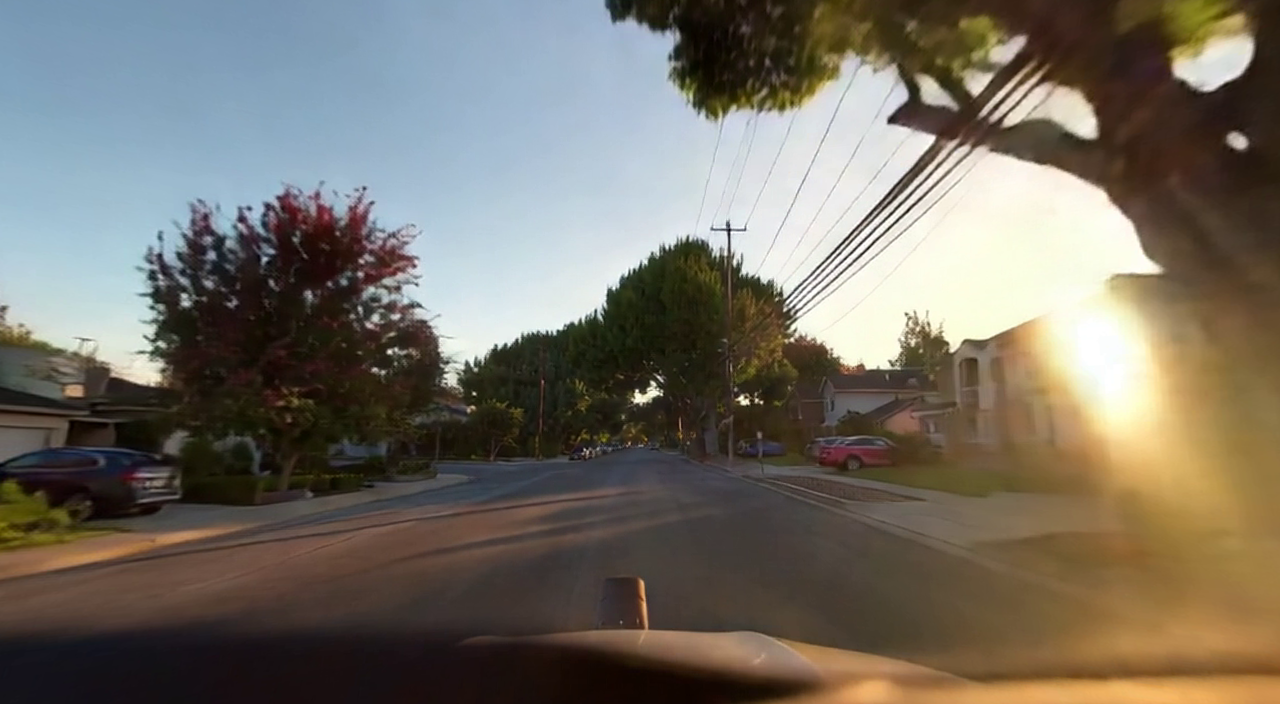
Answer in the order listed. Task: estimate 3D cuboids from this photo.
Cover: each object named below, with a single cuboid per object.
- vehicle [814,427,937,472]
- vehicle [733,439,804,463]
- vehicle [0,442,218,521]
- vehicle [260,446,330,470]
[{"bbox_3d":[10.409,4.340,28.298,4.686,1.786,2.019,-3,-8,6],"label":"vehicle"},{"bbox_3d":[9.599,7.385,47.419,4.846,1.577,2.146,-2,-8,0],"label":"vehicle"},{"bbox_3d":[-12.574,2.799,14.070,4.893,1.567,2.105,0,-8,4],"label":"vehicle"},{"bbox_3d":[-27.088,8.315,49.647,4.360,1.582,1.920,-2,-8,-2],"label":"vehicle"}]
